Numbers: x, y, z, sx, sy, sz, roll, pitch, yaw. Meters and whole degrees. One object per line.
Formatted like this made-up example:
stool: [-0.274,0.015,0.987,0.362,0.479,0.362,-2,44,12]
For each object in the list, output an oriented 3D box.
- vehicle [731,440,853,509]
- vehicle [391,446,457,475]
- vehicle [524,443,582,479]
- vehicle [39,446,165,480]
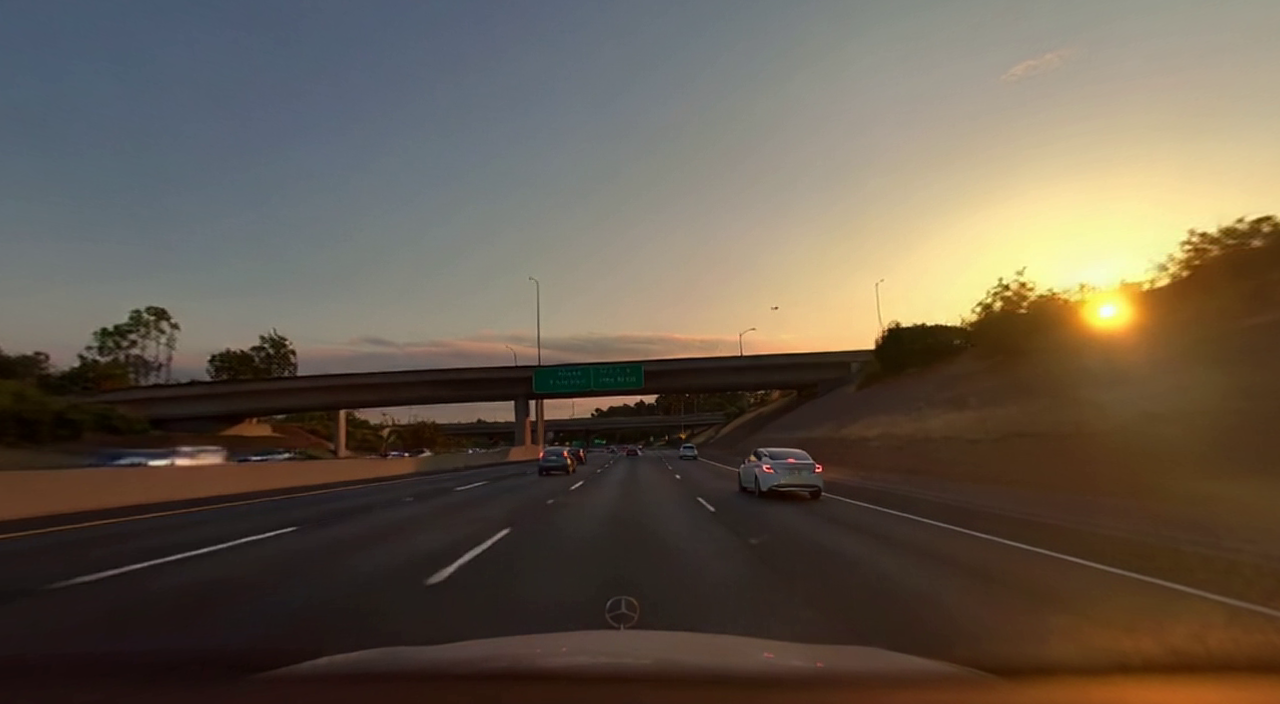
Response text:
vehicle: [3.754,3.096,16.436,2.079,1.535,4.316,0,-9,0]
vehicle: [-11.747,5.932,34.654,1.919,1.497,4.765,0,-9,0]
vehicle: [-4.039,5.134,29.876,2.072,1.545,4.687,0,-9,0]
vehicle: [-28.314,5.834,33.455,1.987,1.665,5.328,0,-9,0]
